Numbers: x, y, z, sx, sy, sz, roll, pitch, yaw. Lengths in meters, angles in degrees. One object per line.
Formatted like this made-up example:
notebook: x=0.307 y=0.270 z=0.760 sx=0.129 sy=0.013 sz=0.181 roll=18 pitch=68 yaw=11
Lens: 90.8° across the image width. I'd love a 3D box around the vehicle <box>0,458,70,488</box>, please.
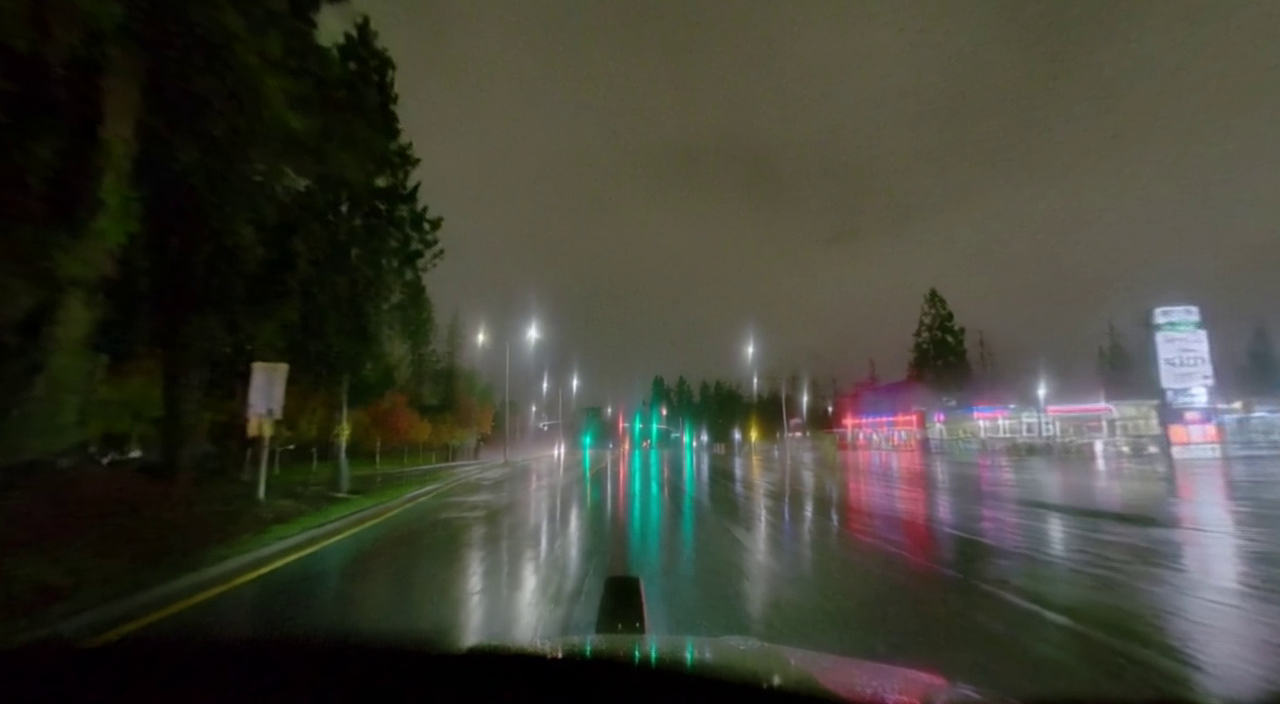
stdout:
vehicle: x=-37.297 y=7.261 z=37.869 sx=4.316 sy=1.603 sz=1.815 roll=-2 pitch=-9 yaw=-2
